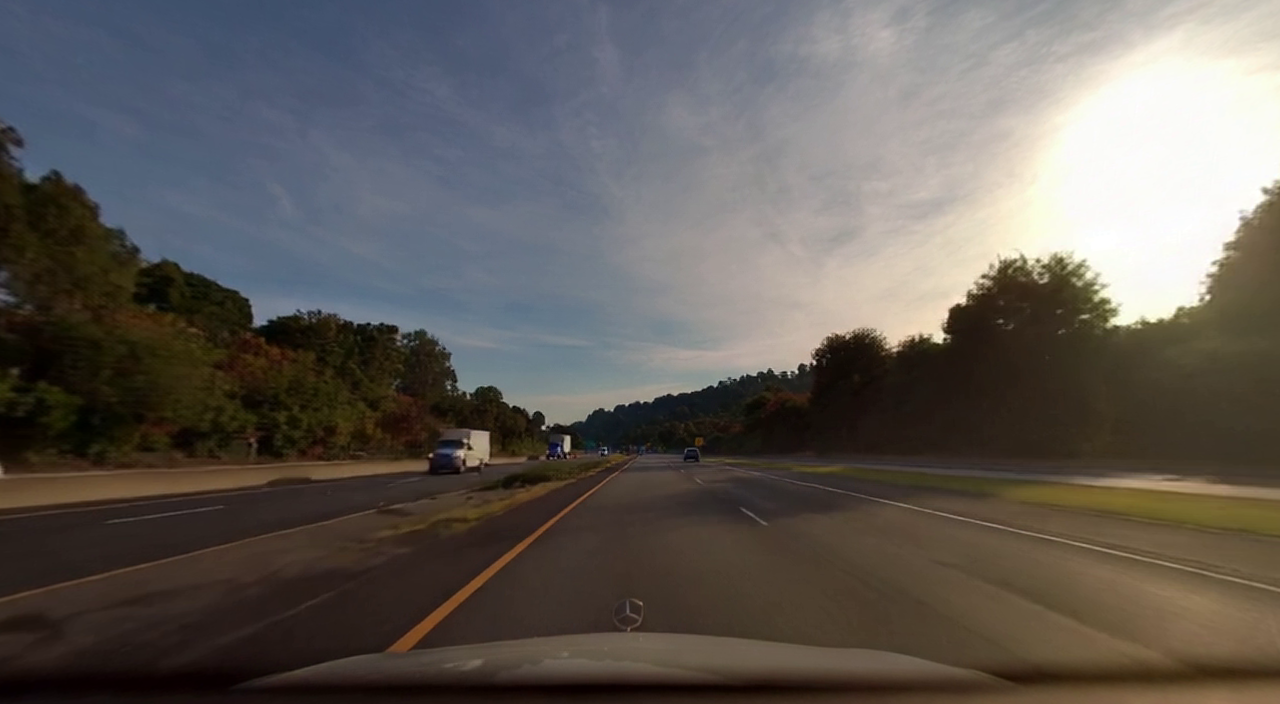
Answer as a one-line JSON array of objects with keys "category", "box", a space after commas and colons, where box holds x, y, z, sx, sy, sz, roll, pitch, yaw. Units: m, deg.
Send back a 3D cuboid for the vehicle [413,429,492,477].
[{"category": "vehicle", "box": [-12.365, 6.753, 42.279, 2.901, 2.963, 6.971, 0, -9, 2]}]
